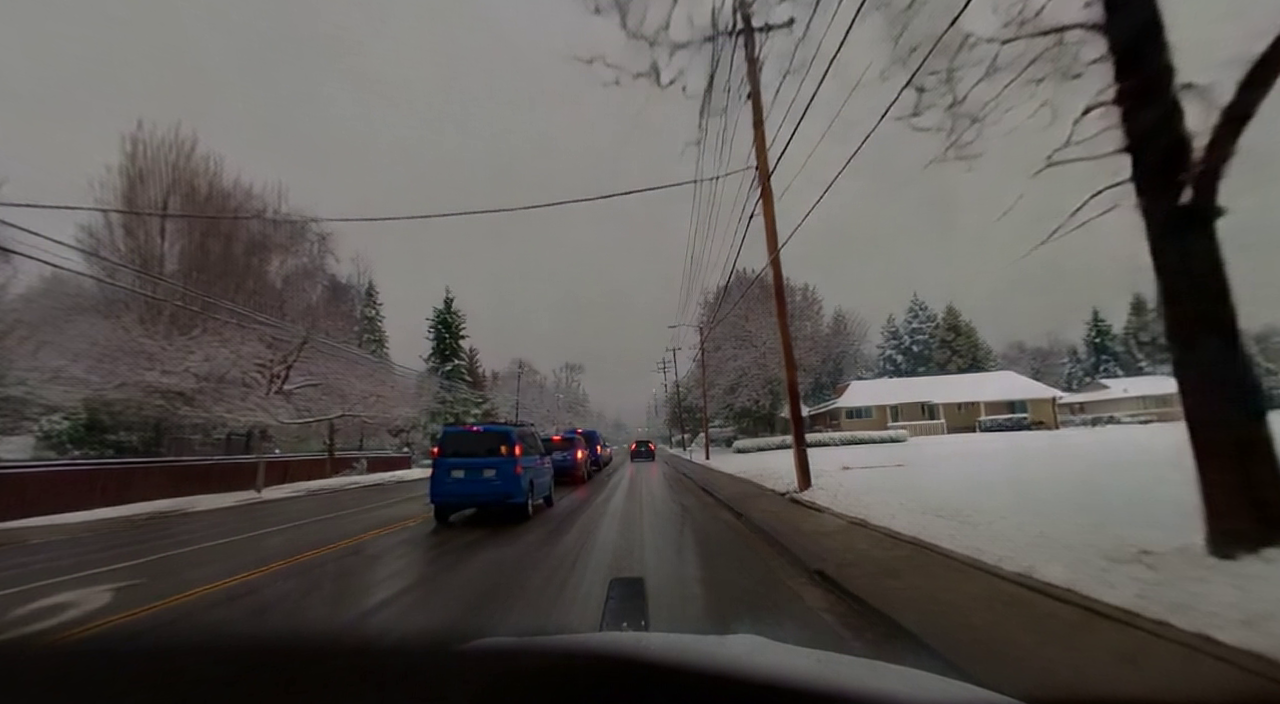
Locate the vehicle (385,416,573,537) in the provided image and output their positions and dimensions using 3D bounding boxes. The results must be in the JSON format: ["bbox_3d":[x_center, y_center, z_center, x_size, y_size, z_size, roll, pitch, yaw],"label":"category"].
[{"bbox_3d":[-2.593,2.158,11.455,2.157,1.765,4.303,0,-9,2],"label":"vehicle"}]

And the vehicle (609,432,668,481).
[{"bbox_3d":[-0.070,4.035,24.513,2.120,1.718,3.909,0,-9,0],"label":"vehicle"}]
